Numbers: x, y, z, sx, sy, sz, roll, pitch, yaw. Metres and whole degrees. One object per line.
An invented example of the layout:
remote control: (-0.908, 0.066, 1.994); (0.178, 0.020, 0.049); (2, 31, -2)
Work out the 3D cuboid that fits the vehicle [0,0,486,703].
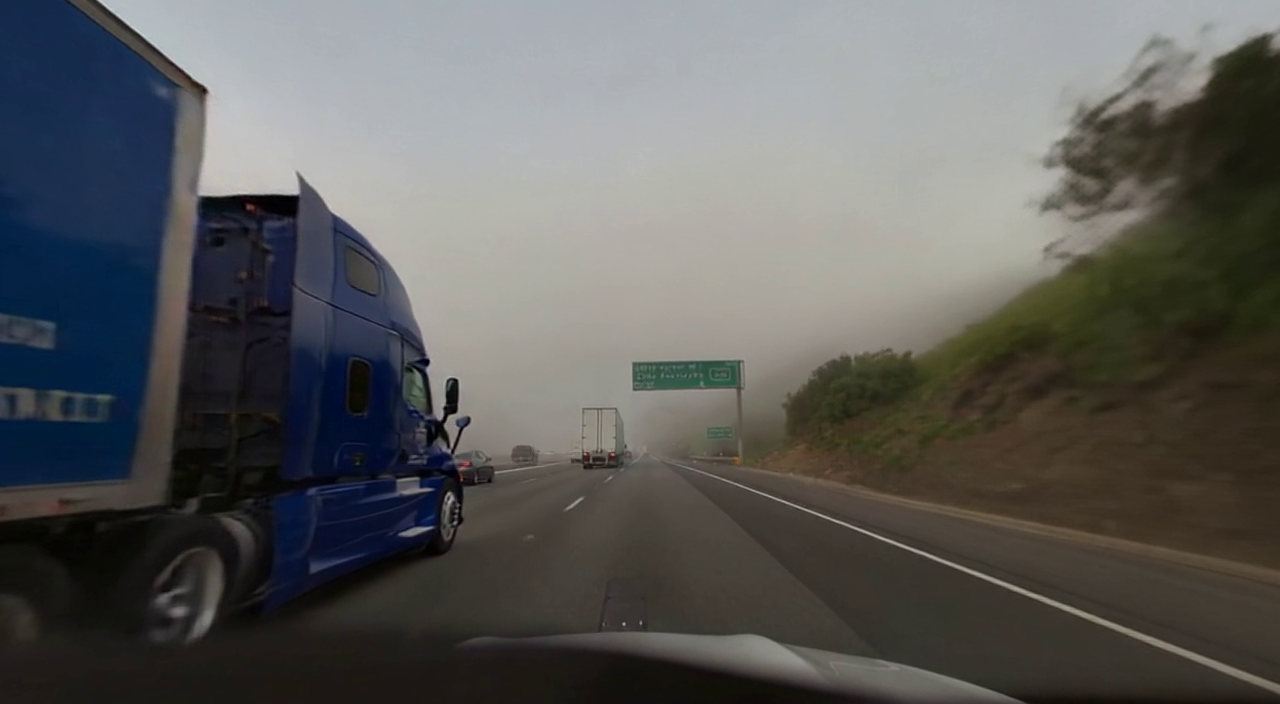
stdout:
vehicle: (-3.247, 0.010, 3.305); (2.958, 4.002, 7.575); (0, -8, 0)
